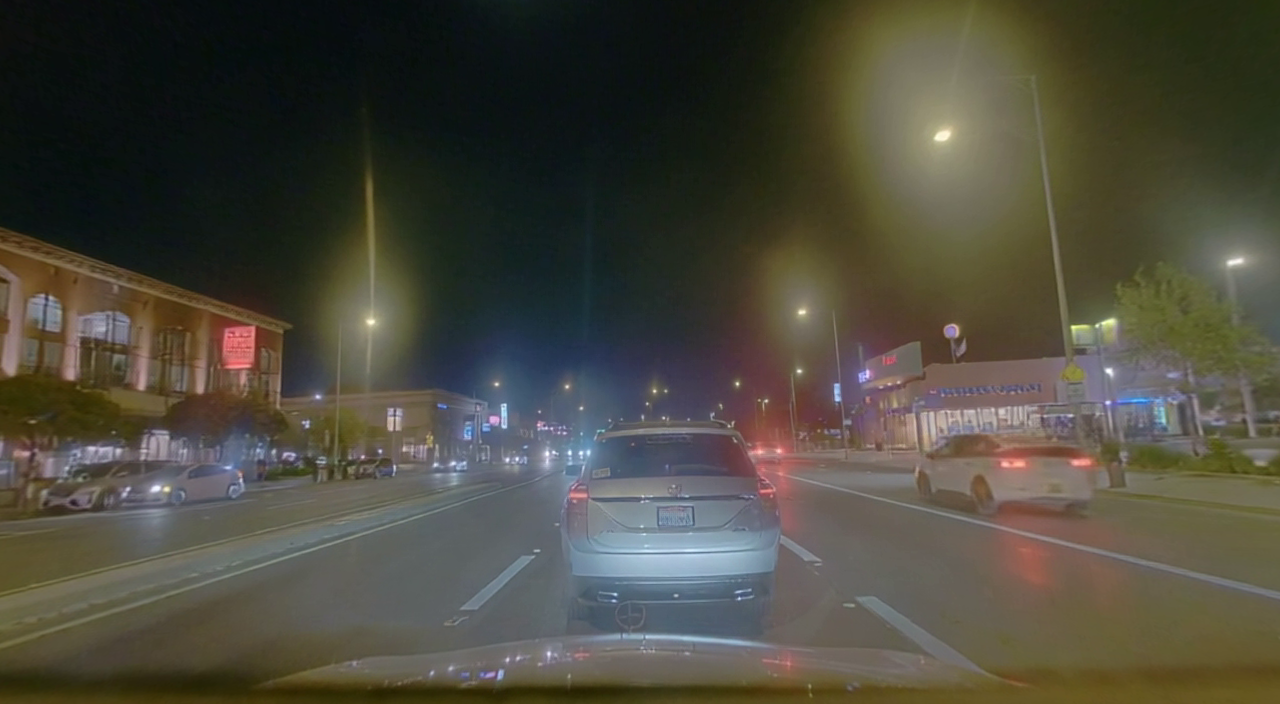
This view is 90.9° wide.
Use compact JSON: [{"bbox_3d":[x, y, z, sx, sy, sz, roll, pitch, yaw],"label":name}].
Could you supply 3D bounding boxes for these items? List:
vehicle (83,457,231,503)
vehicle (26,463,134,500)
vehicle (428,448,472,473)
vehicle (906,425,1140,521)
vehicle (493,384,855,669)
[{"bbox_3d":[-20.201,5.286,26.510,4.608,1.659,1.981,8,-12,-44],"label":"vehicle"},{"bbox_3d":[-28.640,6.622,32.431,2.018,1.716,4.042,-1,-10,-5],"label":"vehicle"},{"bbox_3d":[-13.897,7.908,46.260,1.965,1.695,4.284,0,-8,-1],"label":"vehicle"},{"bbox_3d":[6.973,2.237,12.141,1.900,1.507,4.151,0,-8,0],"label":"vehicle"},{"bbox_3d":[0.201,1.311,5.735,2.125,1.669,3.880,0,-8,0],"label":"vehicle"}]
